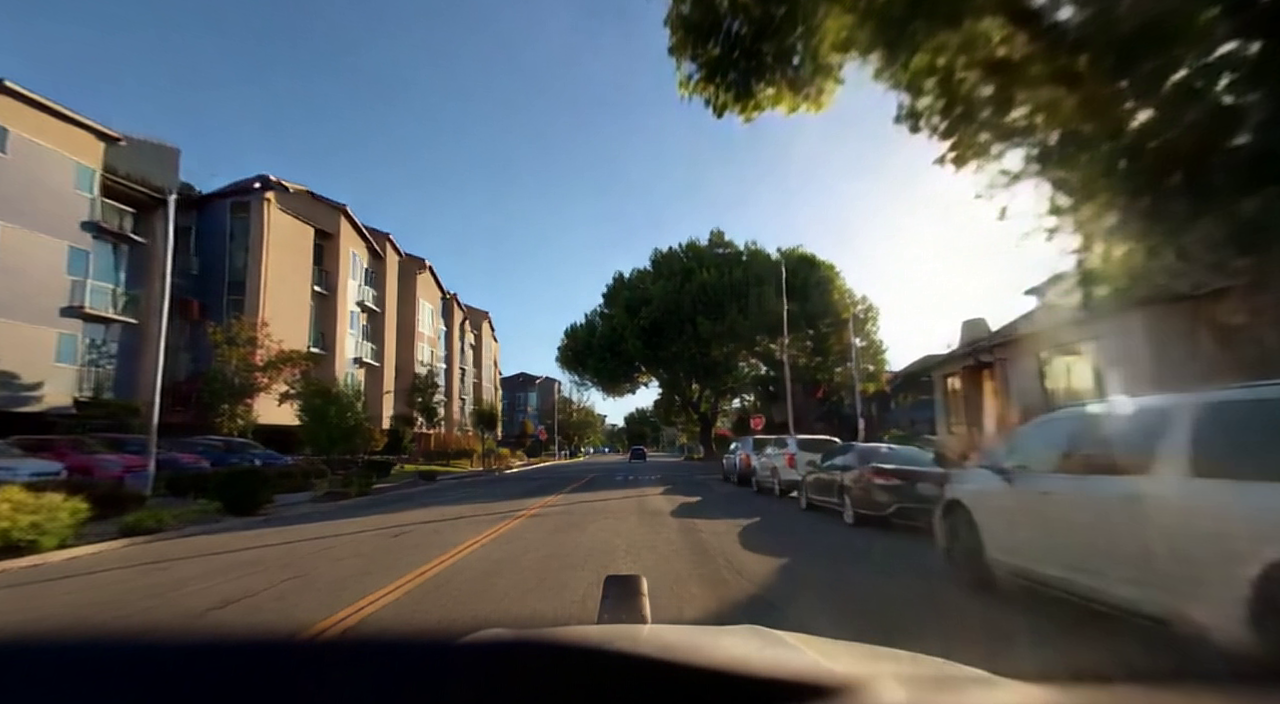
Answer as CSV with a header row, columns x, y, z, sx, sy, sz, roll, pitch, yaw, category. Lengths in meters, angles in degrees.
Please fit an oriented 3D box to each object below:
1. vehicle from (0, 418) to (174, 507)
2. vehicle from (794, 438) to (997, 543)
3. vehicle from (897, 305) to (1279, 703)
x,y,z,sx,sy,sz,roll,pitch,yaw,category
-16.441,3.080,17.338,5.490,2.067,2.220,-5,-7,1,vehicle
4.227,2.323,11.268,1.801,1.491,4.308,0,-8,0,vehicle
4.018,0.962,4.013,2.292,1.974,5.853,0,-8,0,vehicle
